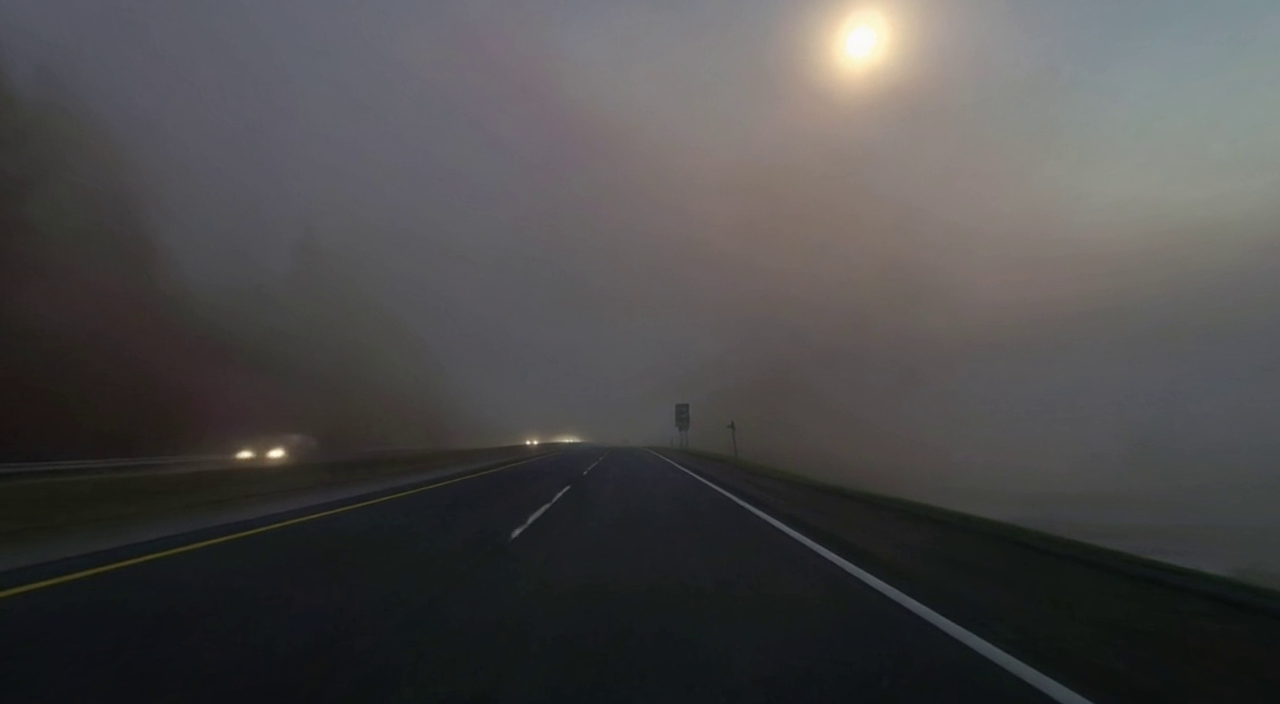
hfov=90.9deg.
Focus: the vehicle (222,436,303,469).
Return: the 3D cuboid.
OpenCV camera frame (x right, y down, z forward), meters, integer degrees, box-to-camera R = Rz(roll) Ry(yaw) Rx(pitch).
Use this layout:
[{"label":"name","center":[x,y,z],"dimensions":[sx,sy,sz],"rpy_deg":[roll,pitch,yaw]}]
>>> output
[{"label":"vehicle","center":[-17.563,4.684,29.538],"dimensions":[1.617,1.424,3.539],"rpy_deg":[0,-8,-1]}]
